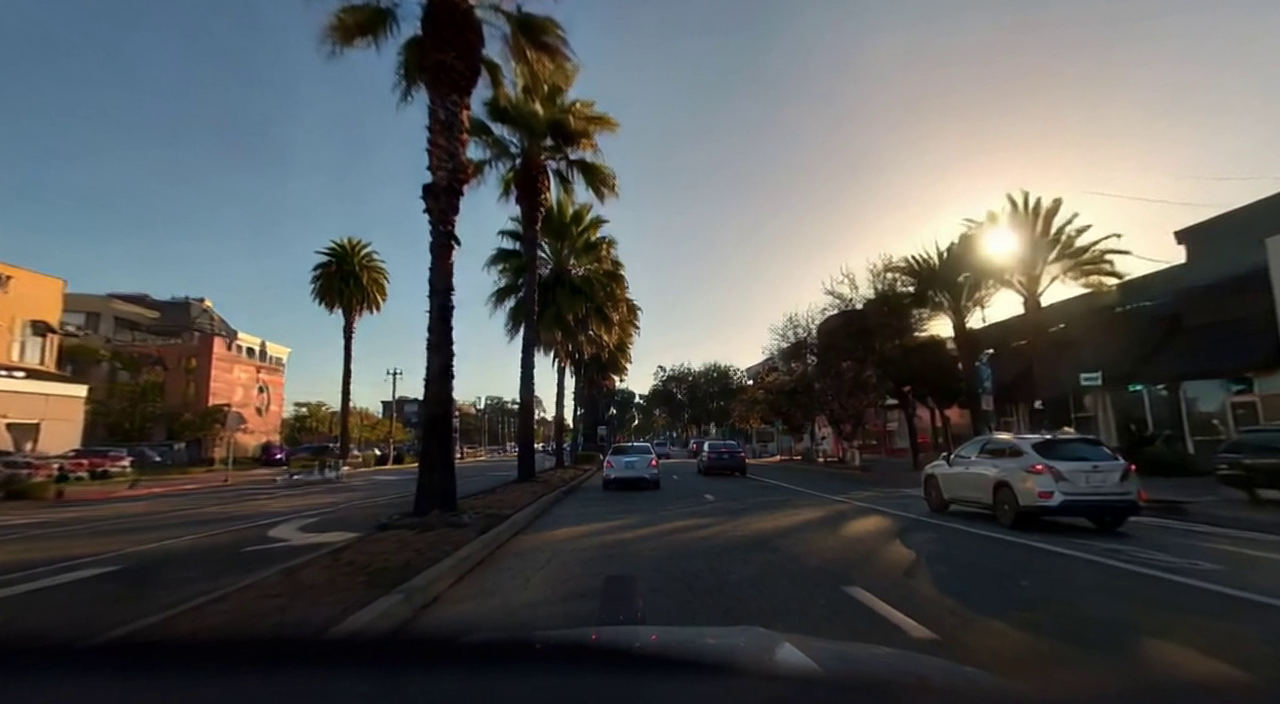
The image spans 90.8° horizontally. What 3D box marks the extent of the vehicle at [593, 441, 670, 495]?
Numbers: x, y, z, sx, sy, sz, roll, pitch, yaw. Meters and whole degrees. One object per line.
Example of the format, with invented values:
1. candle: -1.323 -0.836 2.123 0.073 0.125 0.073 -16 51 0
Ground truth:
1. vehicle: -0.266 3.493 19.469 2.110 1.487 3.873 0 -8 -1

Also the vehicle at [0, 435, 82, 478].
1. vehicle: -31.281 5.172 31.234 5.230 1.986 2.250 0 -10 3

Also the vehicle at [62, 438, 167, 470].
1. vehicle: -32.029 6.201 38.582 4.660 1.876 2.016 -1 -8 3

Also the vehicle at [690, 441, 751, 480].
1. vehicle: 3.378 4.648 27.376 1.892 1.532 4.177 0 -8 -3

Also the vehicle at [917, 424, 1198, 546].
1. vehicle: 6.707 2.138 10.861 1.940 1.674 4.085 0 -8 -1
